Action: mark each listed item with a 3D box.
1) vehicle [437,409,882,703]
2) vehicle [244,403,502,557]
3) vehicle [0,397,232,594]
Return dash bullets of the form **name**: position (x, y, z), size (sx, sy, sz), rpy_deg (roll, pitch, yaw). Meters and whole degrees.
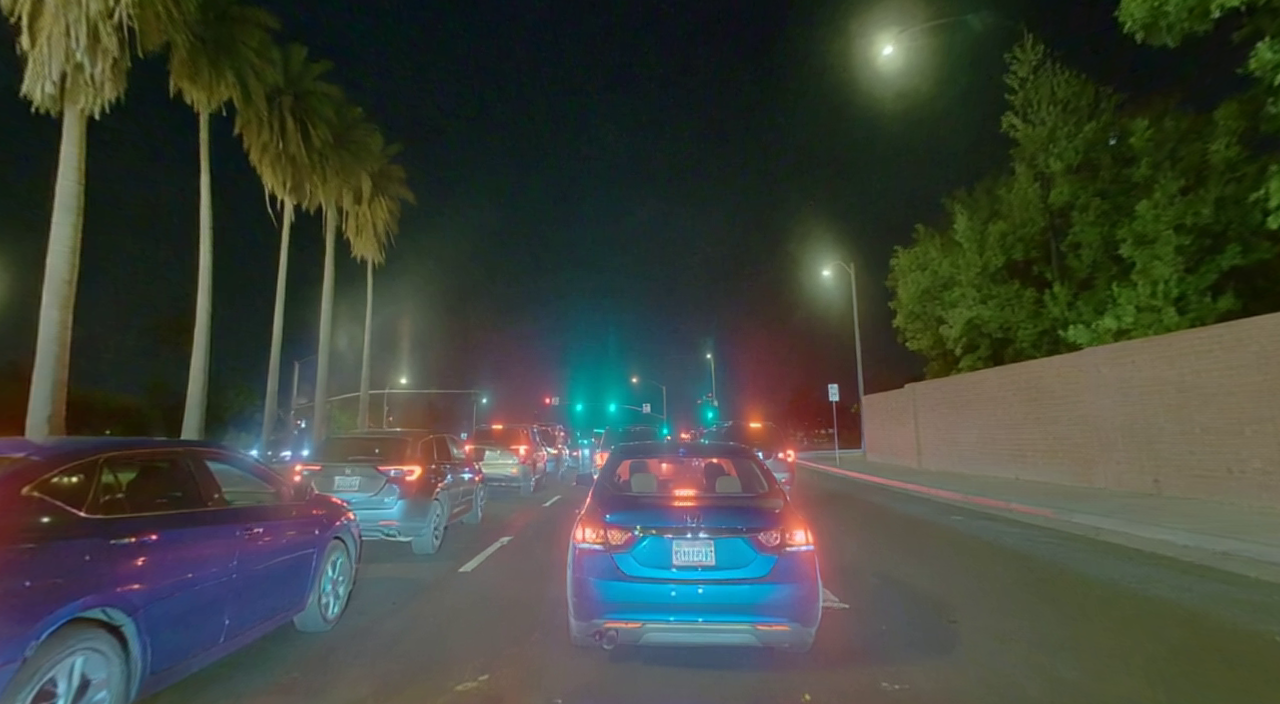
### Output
- **vehicle**: position (0.045, 1.333, 5.213), size (2.128, 1.473, 4.272), rpy_deg (0, -8, -2)
- **vehicle**: position (-3.510, 1.769, 9.301), size (2.055, 1.746, 4.136), rpy_deg (0, -8, -1)
- **vehicle**: position (-6.671, 1.393, 6.399), size (1.963, 1.721, 4.662), rpy_deg (0, -8, -2)
